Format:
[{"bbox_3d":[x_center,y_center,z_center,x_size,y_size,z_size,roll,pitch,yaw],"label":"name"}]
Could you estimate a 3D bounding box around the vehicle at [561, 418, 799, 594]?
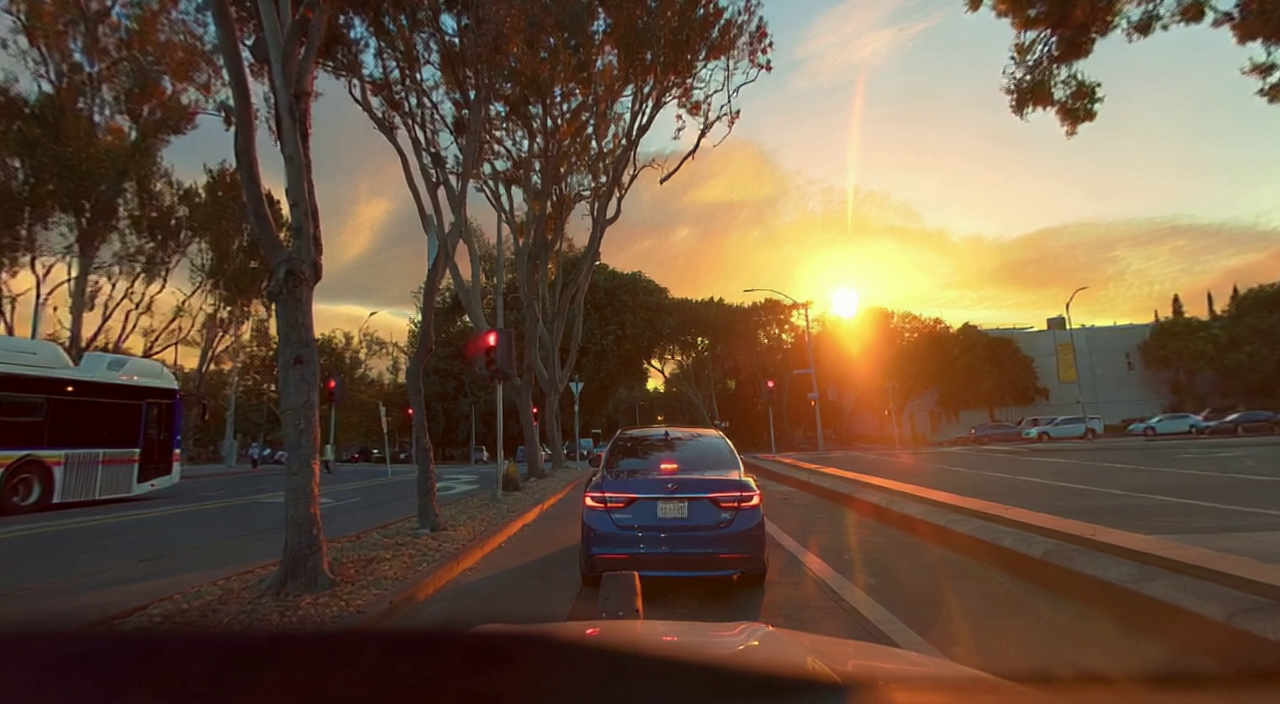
[{"bbox_3d":[0.382,1.611,7.407,2.035,1.499,3.799,0,-8,1],"label":"vehicle"}]
